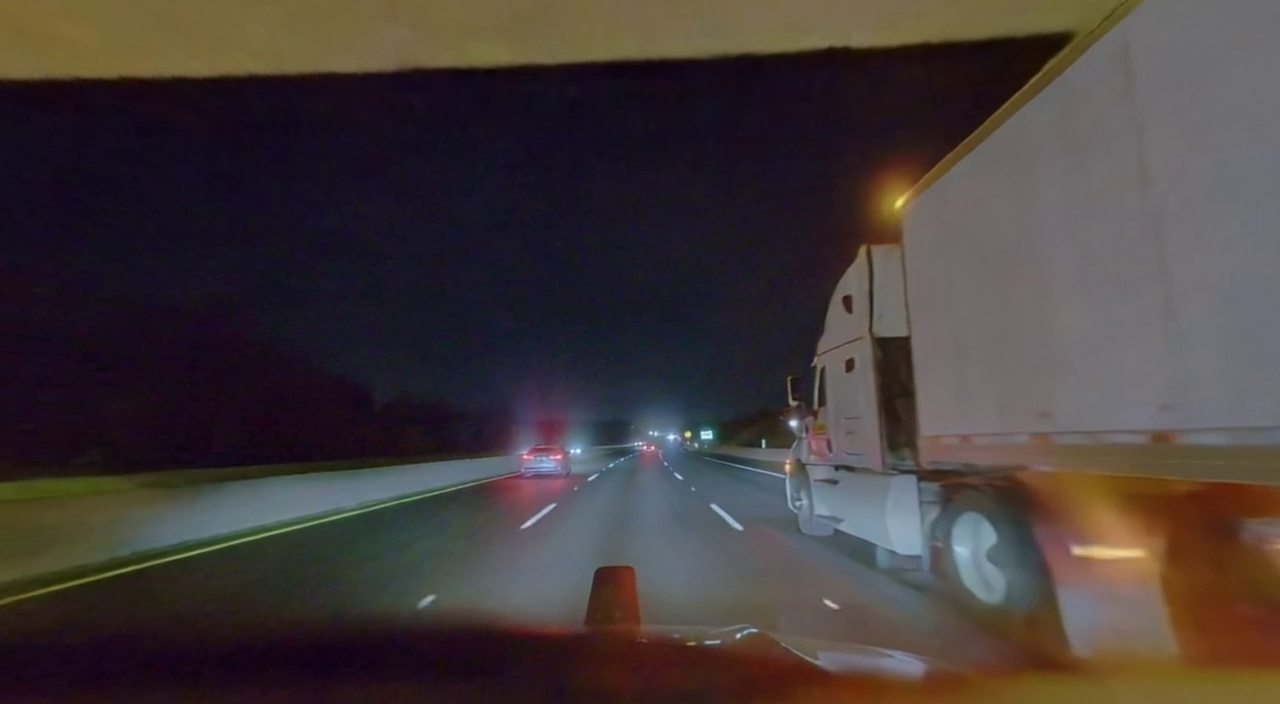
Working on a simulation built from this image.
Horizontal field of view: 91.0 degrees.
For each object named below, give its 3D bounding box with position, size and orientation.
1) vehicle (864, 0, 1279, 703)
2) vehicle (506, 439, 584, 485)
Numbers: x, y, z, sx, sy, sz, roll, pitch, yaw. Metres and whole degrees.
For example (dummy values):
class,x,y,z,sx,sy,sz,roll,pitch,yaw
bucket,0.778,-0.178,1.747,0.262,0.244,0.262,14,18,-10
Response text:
class,x,y,z,sx,sy,sz,roll,pitch,yaw
vehicle,3.716,0.033,3.778,3.188,3.556,3.732,0,-8,-1
vehicle,-3.486,4.135,24.046,2.276,1.551,4.484,0,-8,1
